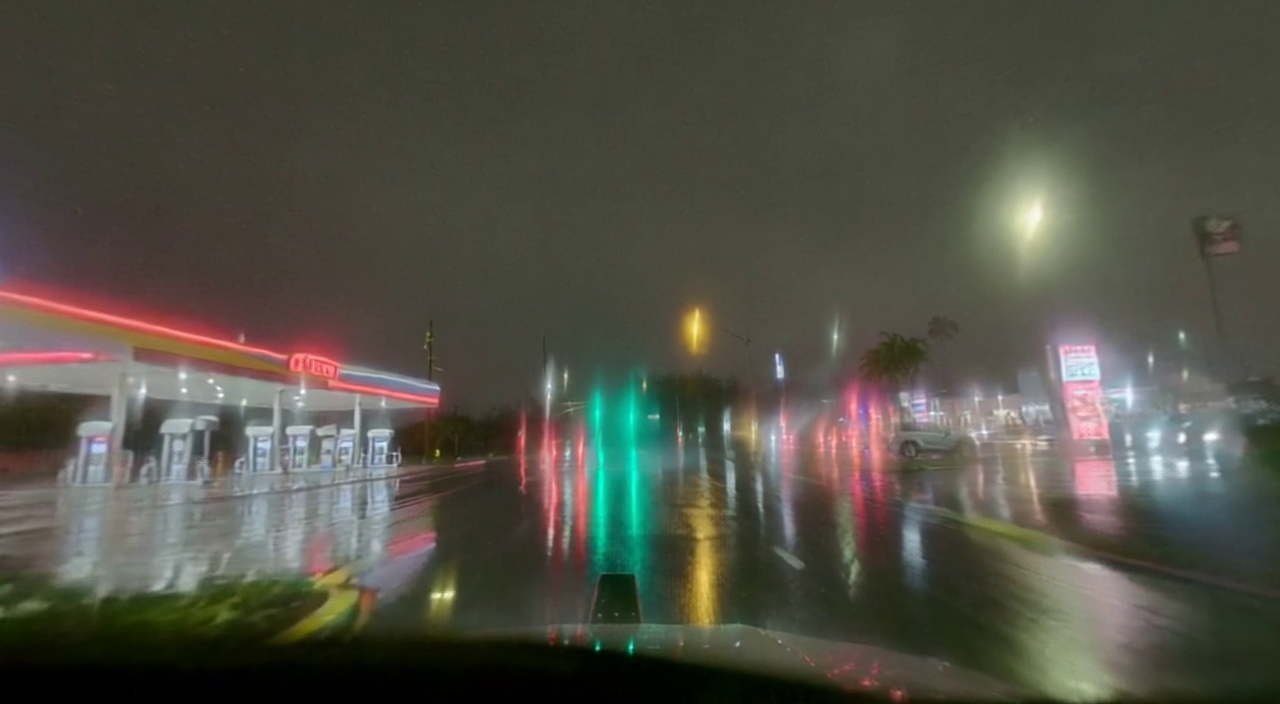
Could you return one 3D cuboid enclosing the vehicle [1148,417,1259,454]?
[{"bbox_3d":[27.284,4.075,30.666,3.685,1.459,1.685,3,-12,1],"label":"vehicle"}]

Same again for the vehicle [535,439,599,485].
[{"bbox_3d":[-2.747,4.028,23.478,2.073,1.525,4.809,1,-9,-8],"label":"vehicle"}]

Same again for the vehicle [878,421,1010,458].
[{"bbox_3d":[14.463,4.202,30.296,5.317,1.700,1.901,0,-9,0],"label":"vehicle"}]
